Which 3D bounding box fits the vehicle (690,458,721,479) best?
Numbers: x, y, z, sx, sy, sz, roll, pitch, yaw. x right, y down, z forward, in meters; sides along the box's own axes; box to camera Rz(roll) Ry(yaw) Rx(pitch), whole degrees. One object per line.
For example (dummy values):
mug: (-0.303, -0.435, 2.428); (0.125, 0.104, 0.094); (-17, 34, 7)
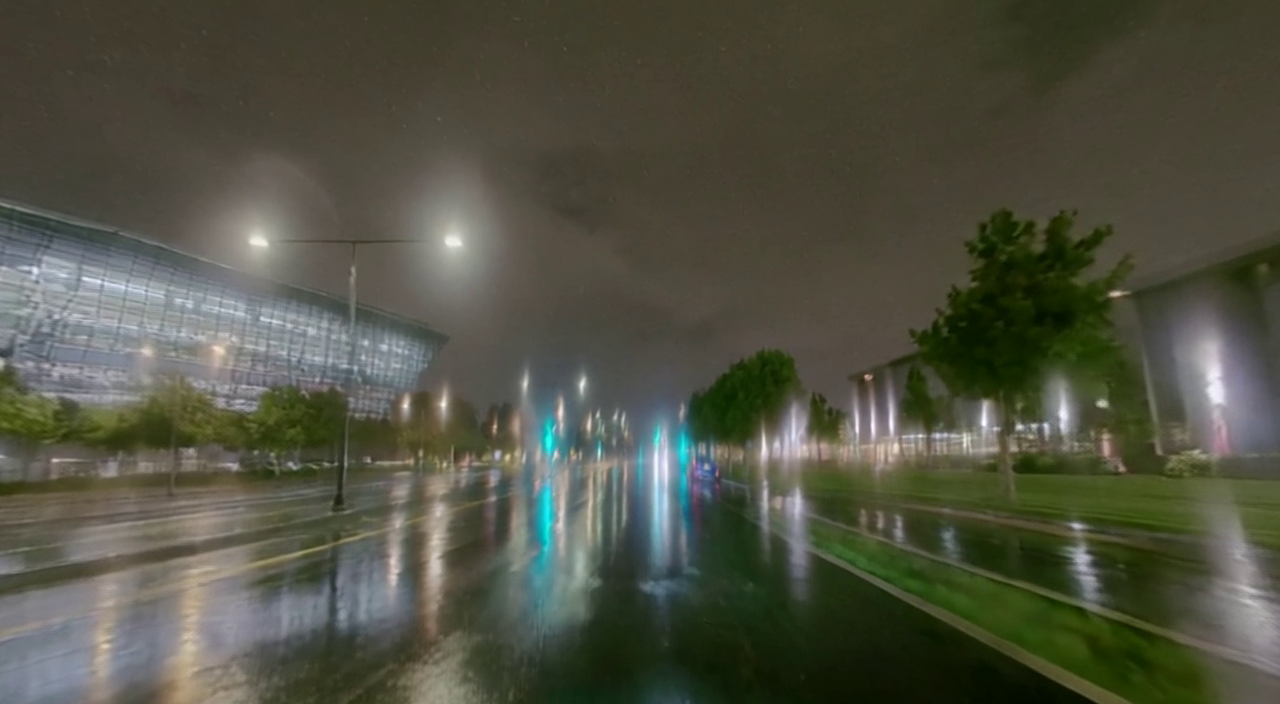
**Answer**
vehicle: (5.012, 9.001, 48.907); (1.909, 1.503, 4.368); (0, -8, 0)
